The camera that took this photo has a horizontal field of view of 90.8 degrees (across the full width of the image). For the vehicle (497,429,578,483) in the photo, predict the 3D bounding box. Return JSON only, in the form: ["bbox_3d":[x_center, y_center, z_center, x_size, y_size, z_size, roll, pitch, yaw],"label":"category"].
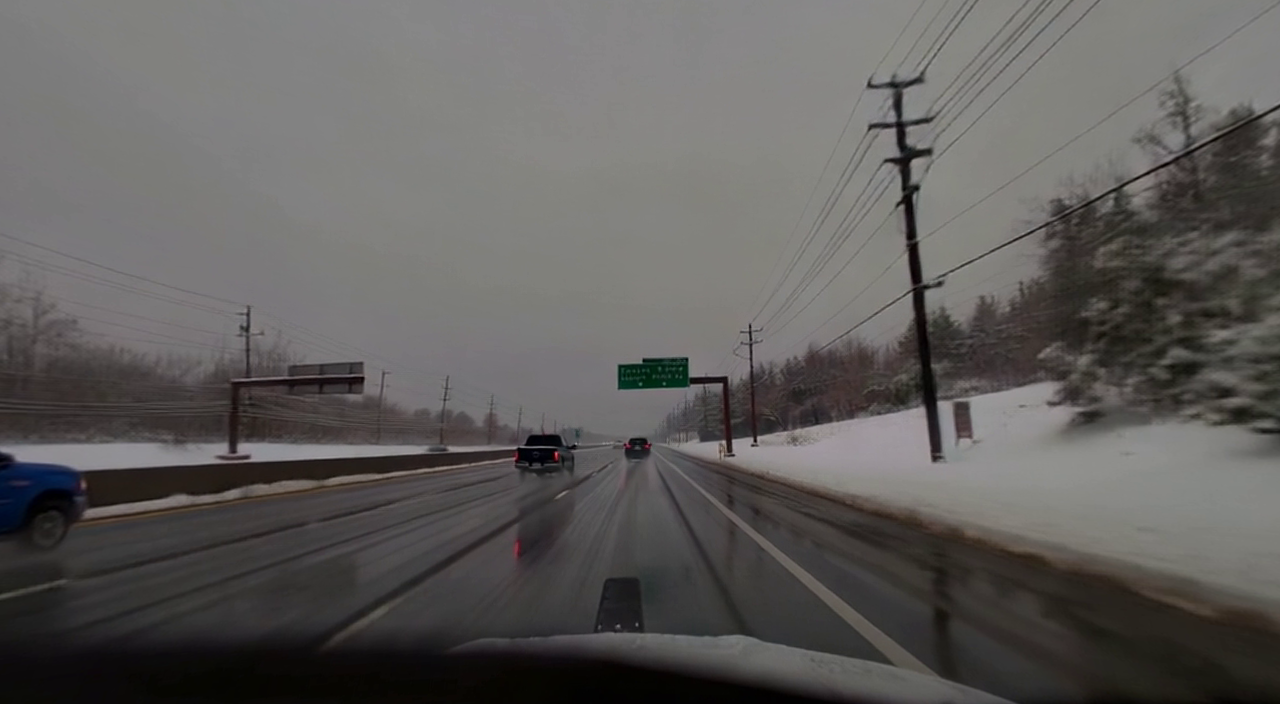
[{"bbox_3d":[-3.726,3.905,24.074,2.204,1.812,5.289,0,-8,0],"label":"vehicle"}]

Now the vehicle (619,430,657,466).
[{"bbox_3d":[-0.140,6.185,40.836,2.358,2.144,4.713,0,-8,0],"label":"vehicle"}]

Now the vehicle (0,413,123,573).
[{"bbox_3d":[-7.500,1.314,5.619,2.013,1.609,4.446,0,-8,0],"label":"vehicle"}]
